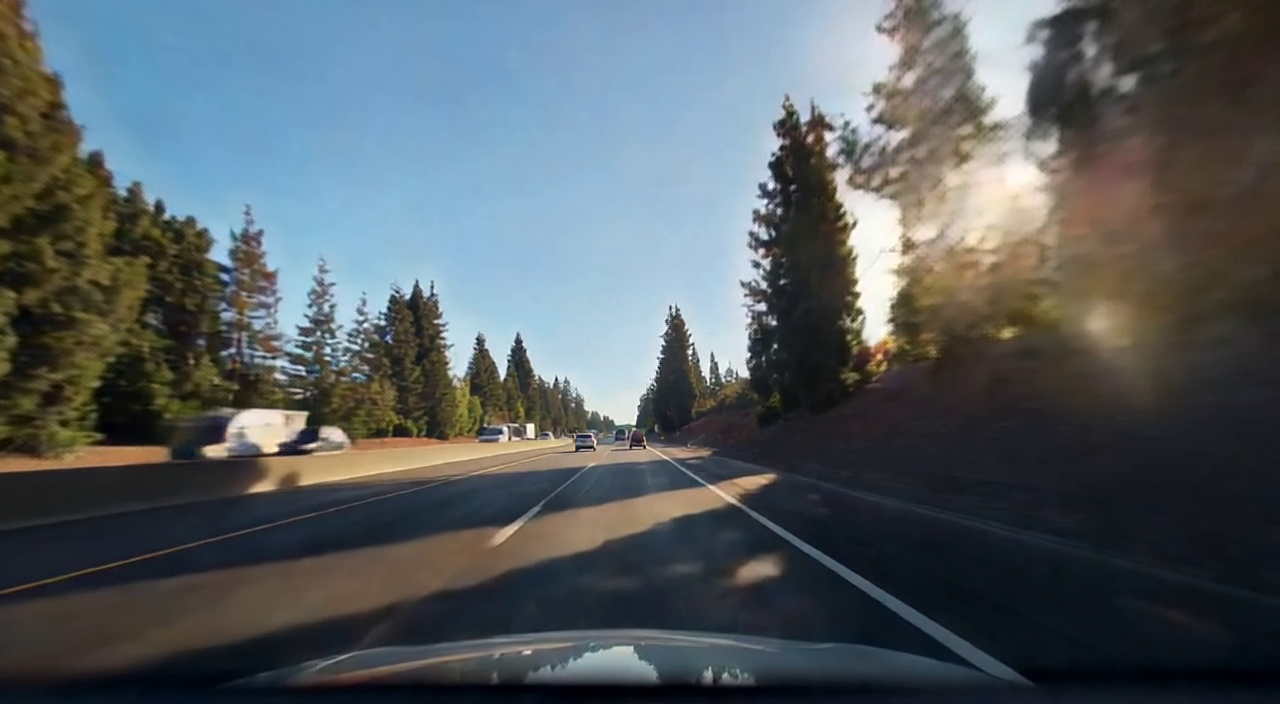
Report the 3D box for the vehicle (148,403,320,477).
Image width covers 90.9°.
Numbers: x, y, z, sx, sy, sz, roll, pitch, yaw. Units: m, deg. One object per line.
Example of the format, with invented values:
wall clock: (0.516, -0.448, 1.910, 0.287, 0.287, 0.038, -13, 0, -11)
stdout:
vehicle: (-16.989, 3.776, 27.154, 2.576, 2.747, 7.278, 0, -8, -1)
